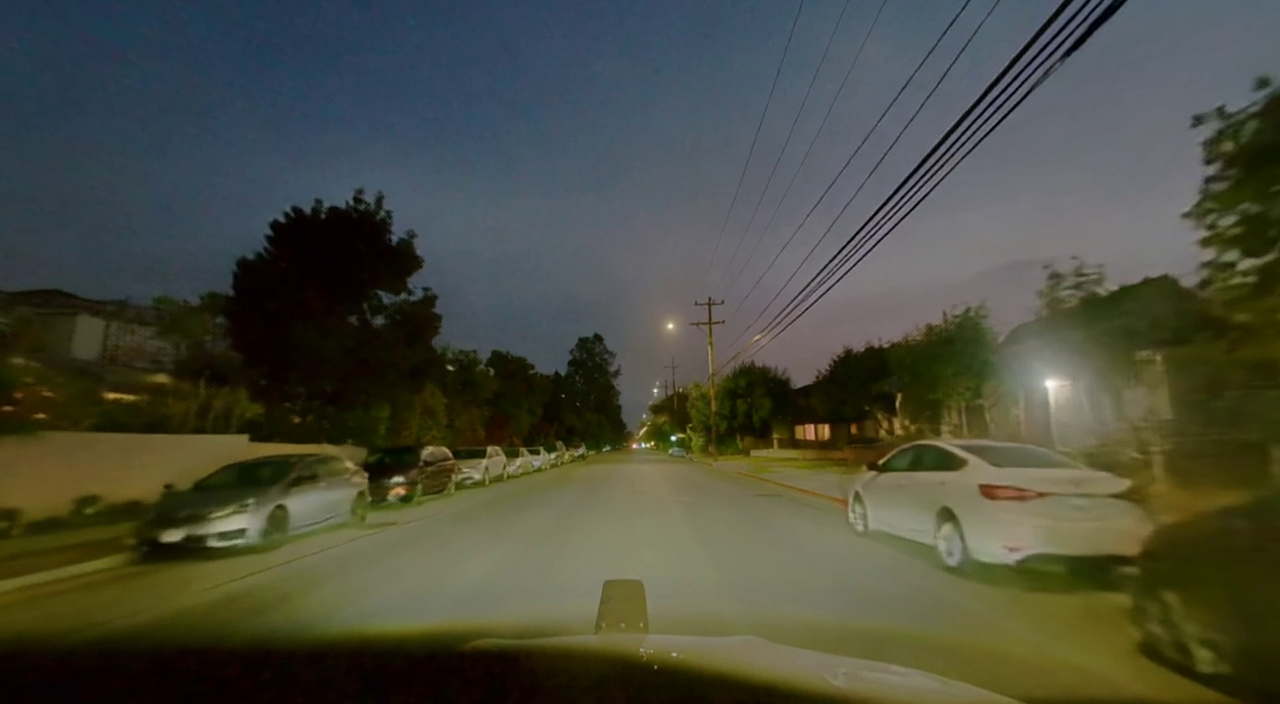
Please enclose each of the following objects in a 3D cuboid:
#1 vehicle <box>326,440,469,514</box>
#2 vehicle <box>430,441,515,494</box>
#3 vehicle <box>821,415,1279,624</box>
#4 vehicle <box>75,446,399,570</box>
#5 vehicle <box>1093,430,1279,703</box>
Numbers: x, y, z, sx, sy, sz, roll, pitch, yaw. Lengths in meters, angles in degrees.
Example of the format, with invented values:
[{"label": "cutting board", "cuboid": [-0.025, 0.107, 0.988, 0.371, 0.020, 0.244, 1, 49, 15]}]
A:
[{"label": "vehicle", "cuboid": [-6.118, 3.163, 16.599, 1.932, 1.673, 4.457, 0, -8, 1]}, {"label": "vehicle", "cuboid": [-6.051, 4.183, 23.364, 1.848, 1.698, 4.482, 0, -8, 1]}, {"label": "vehicle", "cuboid": [3.928, 1.681, 7.494, 2.006, 1.607, 5.068, 0, -9, 0]}, {"label": "vehicle", "cuboid": [-6.079, 2.350, 10.473, 2.231, 1.492, 4.727, 1, -8, 0]}, {"label": "vehicle", "cuboid": [3.714, 0.910, 1.702, 1.851, 1.438, 4.177, 0, -9, 0]}]
